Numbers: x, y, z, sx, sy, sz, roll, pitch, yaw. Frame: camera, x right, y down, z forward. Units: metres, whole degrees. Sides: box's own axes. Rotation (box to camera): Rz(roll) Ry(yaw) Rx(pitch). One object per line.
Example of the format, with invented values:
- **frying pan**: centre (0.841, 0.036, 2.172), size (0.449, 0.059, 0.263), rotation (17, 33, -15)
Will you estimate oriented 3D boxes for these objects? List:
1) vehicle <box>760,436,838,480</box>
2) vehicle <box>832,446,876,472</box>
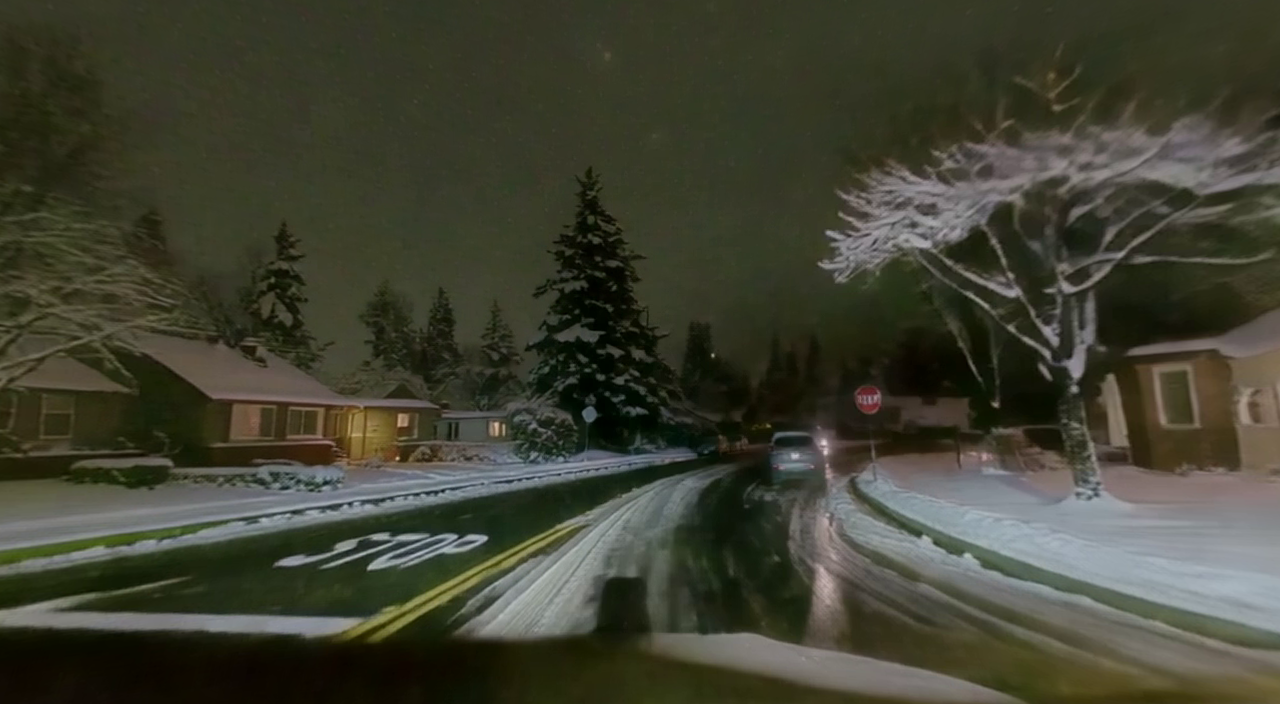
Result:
- **vehicle**: centre (6.891, 4.457, 26.850), size (2.692, 1.649, 4.689), rotation (-3, -9, 20)
- **vehicle**: centre (13.600, 6.744, 39.915), size (2.083, 1.493, 5.037), rotation (-3, -10, 24)
